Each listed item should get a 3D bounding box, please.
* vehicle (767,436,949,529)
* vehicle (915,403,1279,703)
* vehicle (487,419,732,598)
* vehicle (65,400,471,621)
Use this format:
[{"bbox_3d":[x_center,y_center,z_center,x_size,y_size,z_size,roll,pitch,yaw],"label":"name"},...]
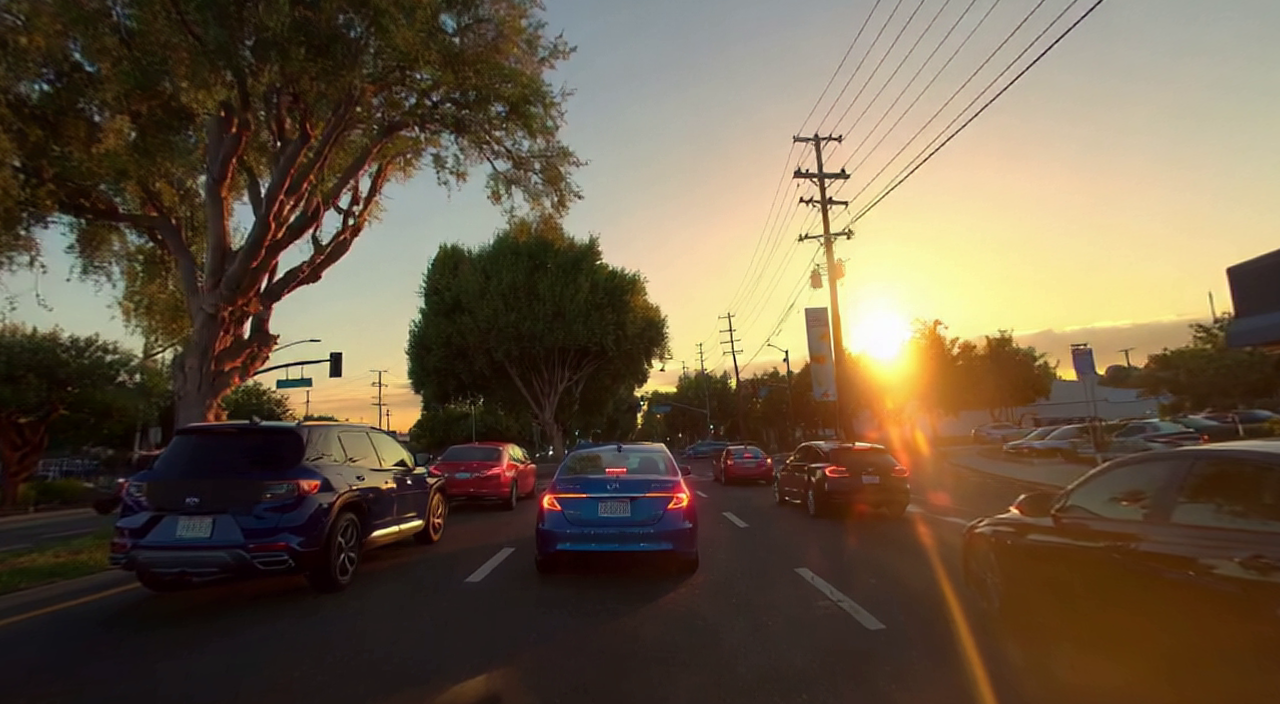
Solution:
[{"bbox_3d":[3.923,2.416,12.317,1.909,1.473,4.361,0,-9,-1],"label":"vehicle"},{"bbox_3d":[3.652,1.134,3.777,1.929,1.479,4.723,0,-9,1],"label":"vehicle"},{"bbox_3d":[-0.322,1.632,7.396,2.097,1.511,3.809,0,-9,-2],"label":"vehicle"},{"bbox_3d":[-3.450,1.540,7.082,1.979,1.697,4.254,0,-9,-1],"label":"vehicle"}]
